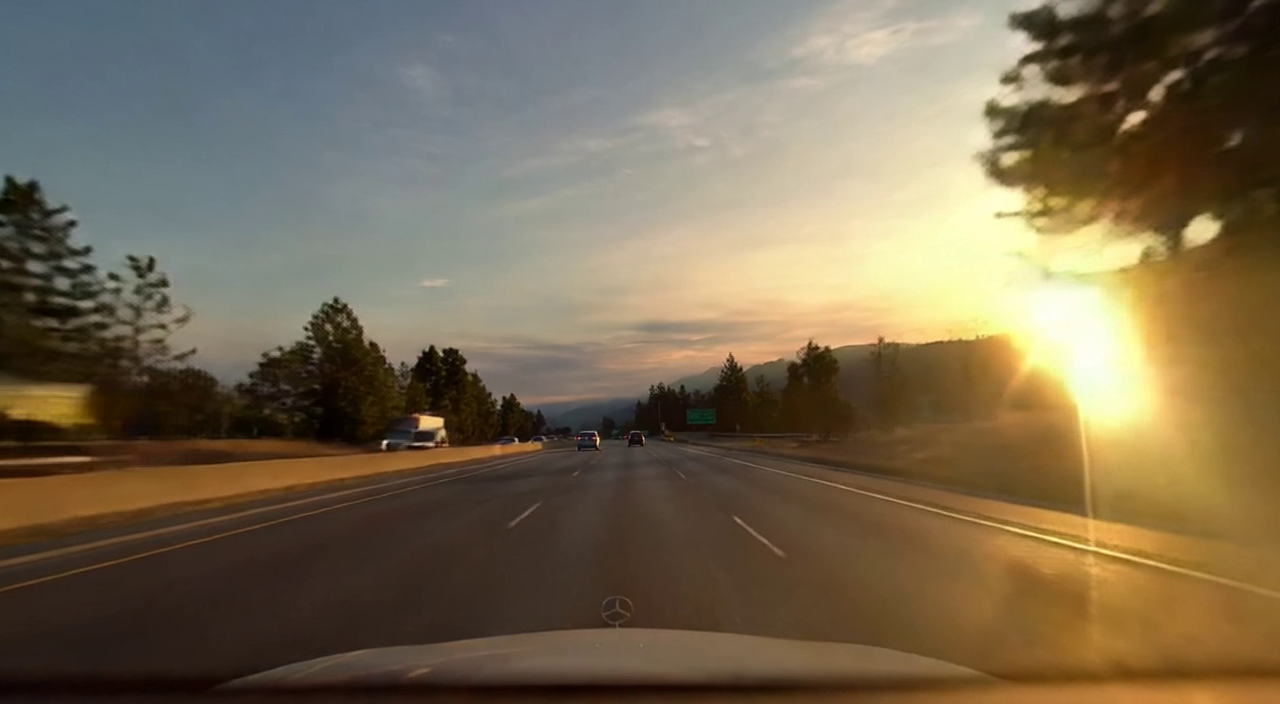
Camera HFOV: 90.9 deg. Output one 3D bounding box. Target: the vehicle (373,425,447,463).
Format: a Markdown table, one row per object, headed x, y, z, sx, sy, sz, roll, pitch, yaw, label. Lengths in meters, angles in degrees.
| x | y | z | sx | sy | sz | roll | pitch | yaw | label |
| --- | --- | --- | --- | --- | --- | --- | --- | --- | --- |
| -12.512 | 5.048 | 34.692 | 2.263 | 1.899 | 4.853 | 0 | -8 | -1 | vehicle |
